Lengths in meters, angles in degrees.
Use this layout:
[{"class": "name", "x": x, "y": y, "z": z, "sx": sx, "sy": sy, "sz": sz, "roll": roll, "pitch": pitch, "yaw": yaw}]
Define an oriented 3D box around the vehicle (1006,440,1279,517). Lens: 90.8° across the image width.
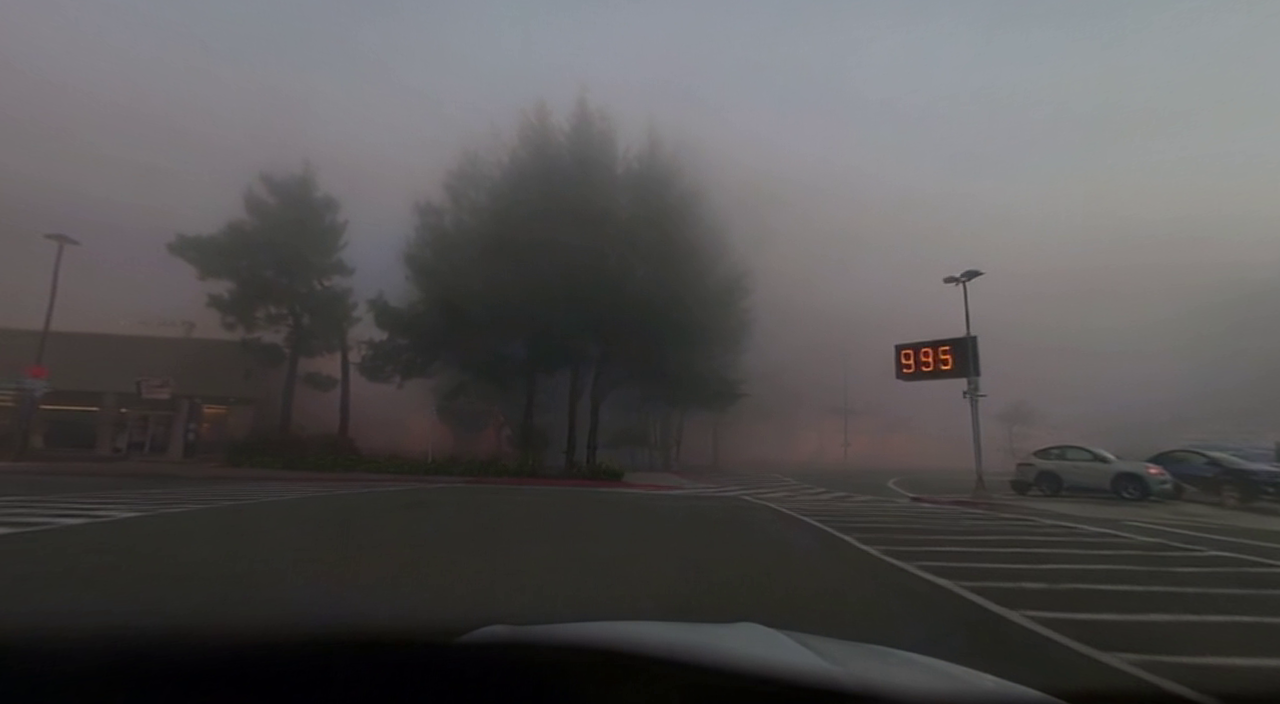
[{"class": "vehicle", "x": 11.557, "y": 2.882, "z": 15.112, "sx": 2.140, "sy": 1.507, "sz": 4.856, "roll": 1, "pitch": -8, "yaw": -9}]
